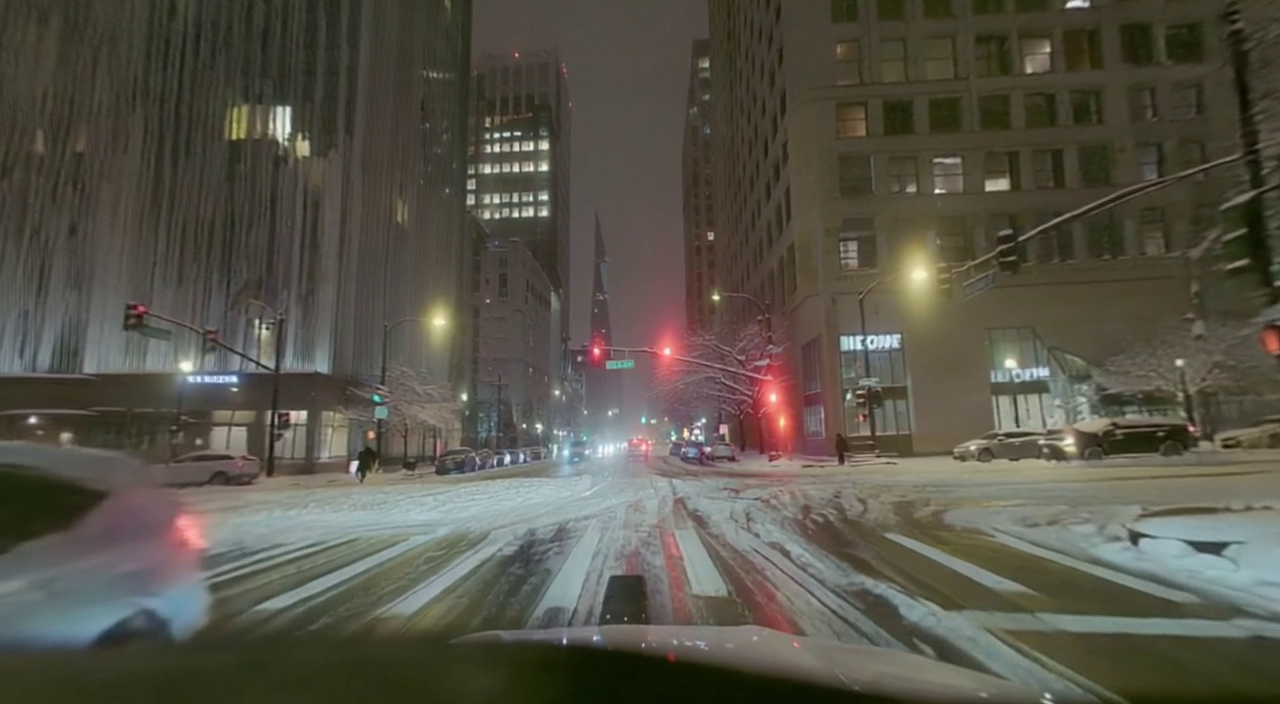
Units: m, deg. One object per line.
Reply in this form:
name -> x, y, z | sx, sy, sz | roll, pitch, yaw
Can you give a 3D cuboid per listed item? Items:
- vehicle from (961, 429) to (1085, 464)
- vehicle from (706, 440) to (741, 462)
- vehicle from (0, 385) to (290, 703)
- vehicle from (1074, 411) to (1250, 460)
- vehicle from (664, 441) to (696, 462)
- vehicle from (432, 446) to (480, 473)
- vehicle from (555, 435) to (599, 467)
vehicle -> 17.095, 4.244, 28.286 | 4.293, 1.495, 1.935 | 0, -8, -1
vehicle -> 5.996, 7.145, 45.683 | 1.882, 1.479, 4.652 | 0, -8, 0
vehicle -> -3.011, 0.736, 1.111 | 2.014, 1.480, 4.780 | 0, -8, 1
vehicle -> 20.113, 3.243, 24.483 | 4.827, 1.817, 2.190 | 0, -8, 0
vehicle -> 2.719, 6.873, 43.802 | 1.919, 1.371, 3.583 | 0, -8, -1
vehicle -> -12.664, 7.388, 43.537 | 2.118, 1.644, 4.188 | 0, -8, -1
vehicle -> -3.846, 6.144, 39.246 | 2.176, 1.804, 4.740 | -3, -8, 0
